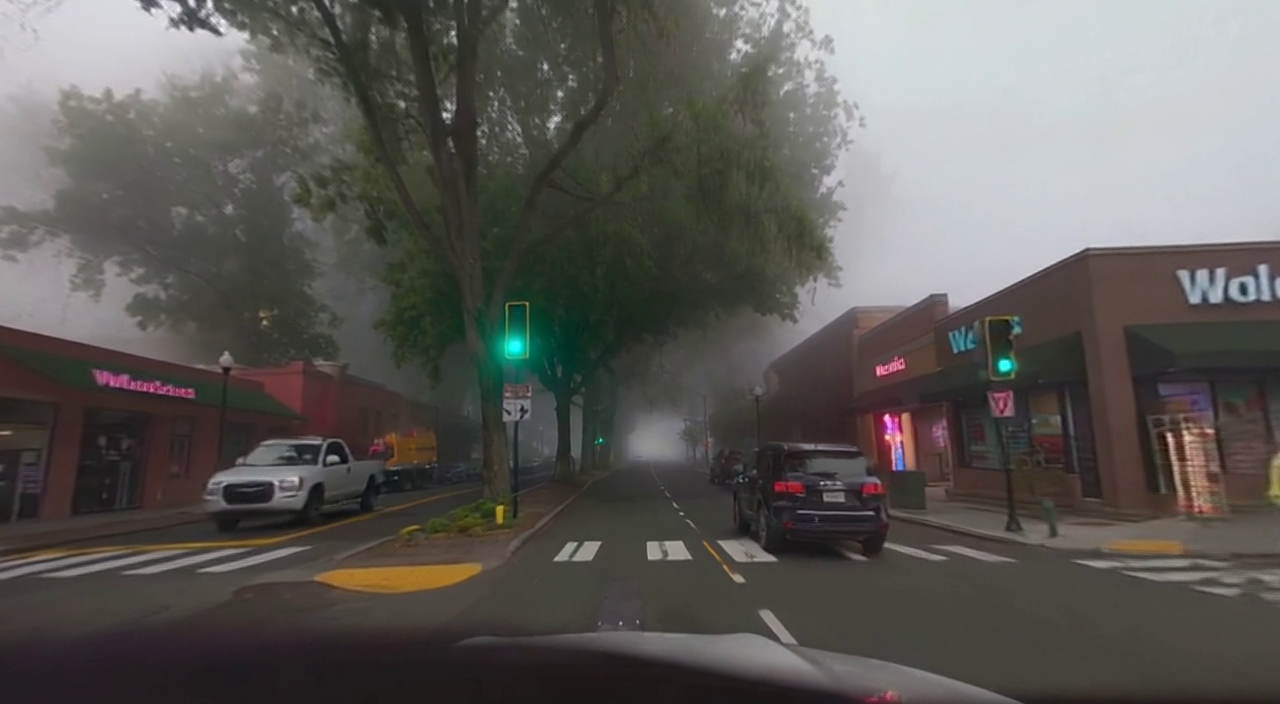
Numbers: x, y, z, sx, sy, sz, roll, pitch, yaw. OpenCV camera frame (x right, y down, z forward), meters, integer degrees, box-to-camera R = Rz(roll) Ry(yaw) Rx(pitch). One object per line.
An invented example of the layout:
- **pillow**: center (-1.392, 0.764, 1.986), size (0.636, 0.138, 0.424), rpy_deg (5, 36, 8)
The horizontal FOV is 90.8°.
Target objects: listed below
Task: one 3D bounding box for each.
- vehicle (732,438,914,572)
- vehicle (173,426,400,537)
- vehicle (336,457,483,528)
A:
- **vehicle**: center (2.531, 2.151, 9.477), size (1.822, 1.654, 2.794), rpy_deg (0, -8, -1)
- **vehicle**: center (-8.672, 3.197, 16.473), size (2.489, 2.323, 5.843), rpy_deg (0, -8, 0)
- **vehicle**: center (-5.637, 3.474, 16.203), size (1.983, 1.438, 4.559), rpy_deg (0, -8, 1)
